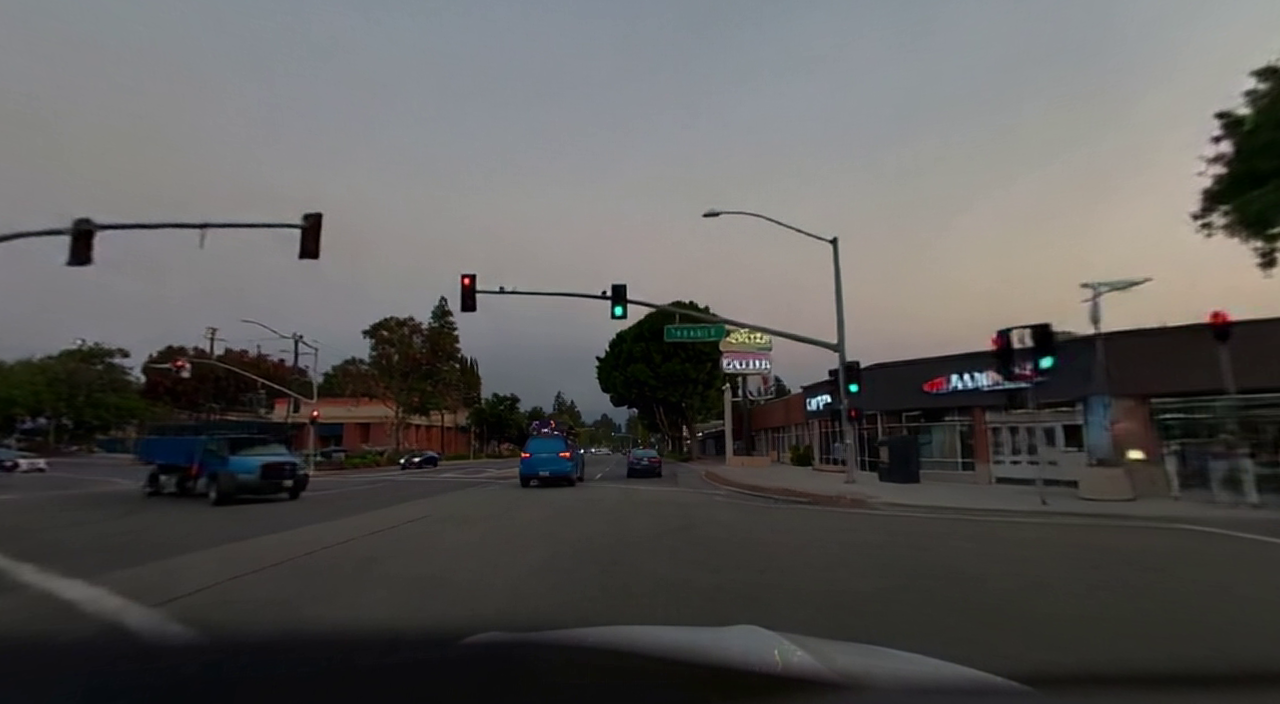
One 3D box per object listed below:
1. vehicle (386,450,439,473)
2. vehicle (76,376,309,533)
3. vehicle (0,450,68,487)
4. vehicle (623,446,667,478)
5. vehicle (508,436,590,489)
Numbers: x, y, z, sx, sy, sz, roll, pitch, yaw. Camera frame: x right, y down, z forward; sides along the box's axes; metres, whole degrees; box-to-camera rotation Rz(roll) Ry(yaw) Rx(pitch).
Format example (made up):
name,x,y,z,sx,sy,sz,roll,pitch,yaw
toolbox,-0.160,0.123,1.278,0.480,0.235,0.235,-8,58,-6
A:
name,x,y,z,sx,sy,sz,roll,pitch,yaw
vehicle,-16.022,7.701,44.830,1.912,1.432,5.070,-3,-9,0
vehicle,-8.952,2.122,13.347,2.507,2.667,4.567,2,-9,-16
vehicle,-35.770,6.806,37.209,4.487,2.039,2.086,-7,-11,37
vehicle,0.236,5.536,32.115,2.103,1.487,4.101,0,-9,0
vehicle,-3.320,4.199,24.276,2.464,1.777,5.128,0,-9,-1
